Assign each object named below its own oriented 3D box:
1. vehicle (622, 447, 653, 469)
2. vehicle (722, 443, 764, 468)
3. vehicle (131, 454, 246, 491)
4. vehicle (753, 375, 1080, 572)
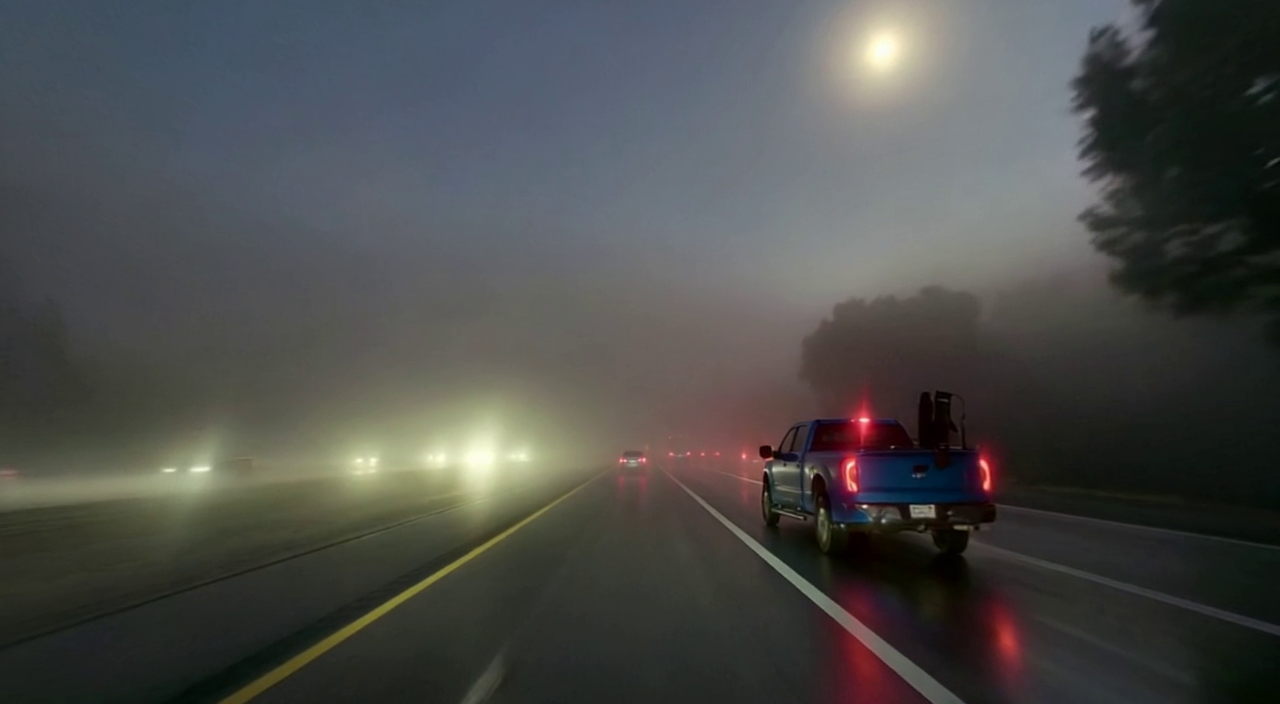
[{"bbox_3d":[-0.118,7.228,43.152,2.030,1.473,3.926,0,-9,0],"label":"vehicle"},{"bbox_3d":[7.209,7.299,44.567,2.189,1.704,4.521,0,-9,0],"label":"vehicle"},{"bbox_3d":[-21.262,5.666,29.933,1.884,1.533,4.698,0,-9,1],"label":"vehicle"},{"bbox_3d":[3.432,1.703,9.524,2.354,2.079,5.586,0,-9,0],"label":"vehicle"}]
